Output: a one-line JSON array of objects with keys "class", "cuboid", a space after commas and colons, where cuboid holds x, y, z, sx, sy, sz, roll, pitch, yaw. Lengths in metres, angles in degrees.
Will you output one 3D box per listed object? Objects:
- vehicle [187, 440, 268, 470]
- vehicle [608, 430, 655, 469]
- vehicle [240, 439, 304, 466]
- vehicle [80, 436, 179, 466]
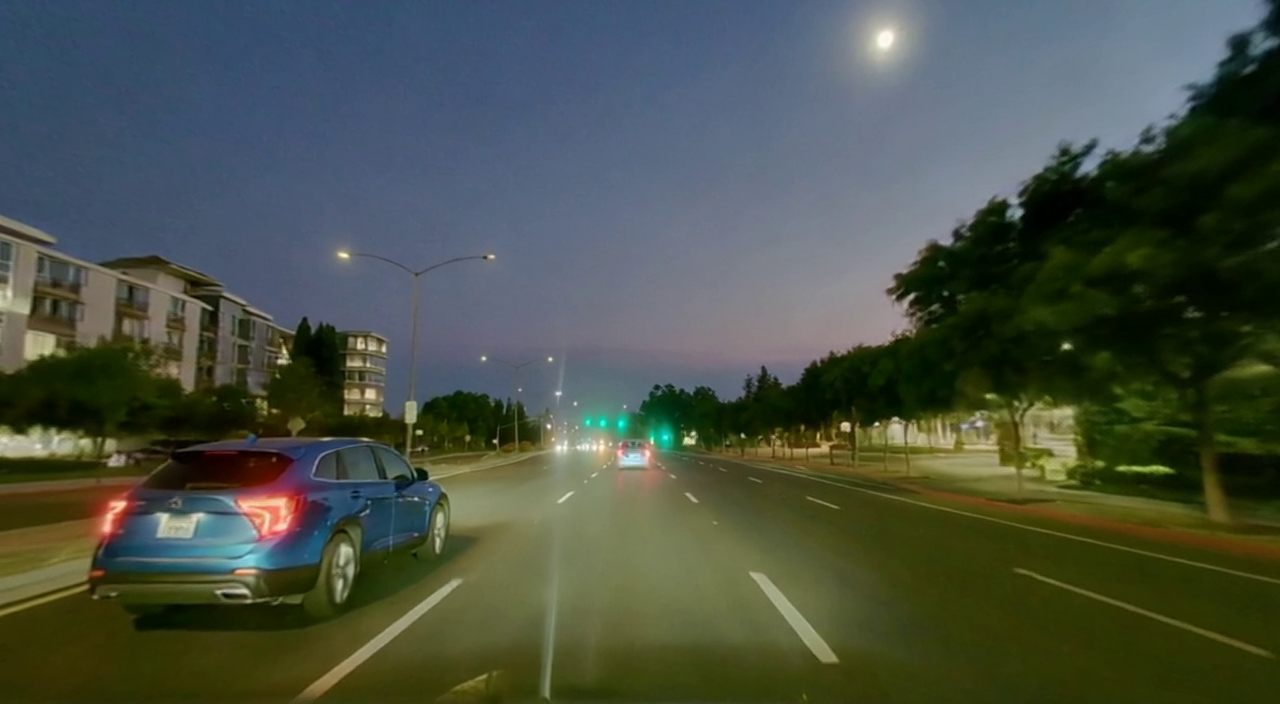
[{"class": "vehicle", "cuboid": [-26.926, 6.698, 41.435, 1.992, 1.798, 4.987, 0, -8, -1]}, {"class": "vehicle", "cuboid": [-0.416, 5.028, 32.671, 2.260, 1.872, 4.578, 0, -8, 0]}, {"class": "vehicle", "cuboid": [-27.203, 7.447, 46.915, 1.978, 1.835, 4.932, 0, -8, -3]}, {"class": "vehicle", "cuboid": [-35.357, 6.898, 44.013, 2.181, 1.913, 5.591, 0, -9, 0]}]
